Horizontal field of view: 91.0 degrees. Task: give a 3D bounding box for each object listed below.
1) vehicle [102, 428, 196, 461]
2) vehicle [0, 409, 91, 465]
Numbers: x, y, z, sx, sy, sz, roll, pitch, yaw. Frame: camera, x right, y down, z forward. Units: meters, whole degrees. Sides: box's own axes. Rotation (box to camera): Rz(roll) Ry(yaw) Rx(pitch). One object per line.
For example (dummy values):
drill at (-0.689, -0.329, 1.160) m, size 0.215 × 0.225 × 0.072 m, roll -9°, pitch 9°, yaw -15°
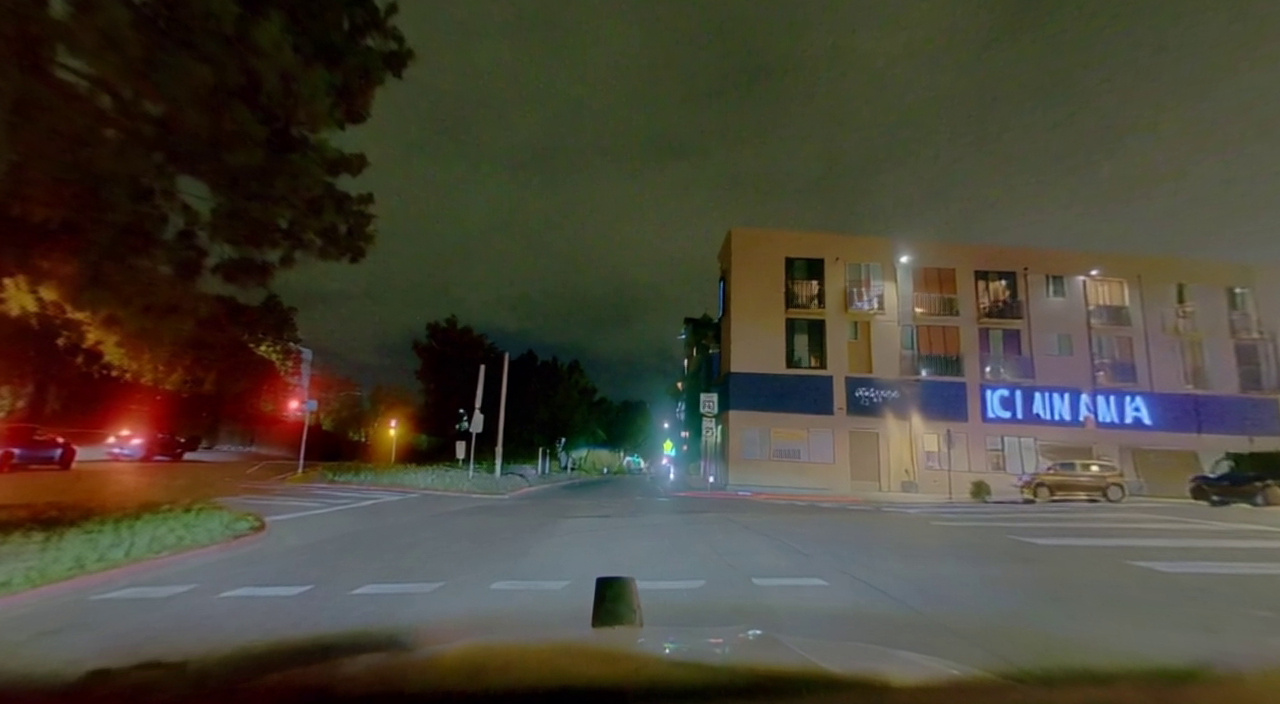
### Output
vehicle at (-25.648, 4.806, 33.042) m, size 1.870 × 1.563 × 4.039 m, roll -2°, pitch -7°, yaw -3°
vehicle at (-22.251, 3.130, 22.561) m, size 1.675 × 1.587 × 3.980 m, roll -3°, pitch -12°, yaw -4°
